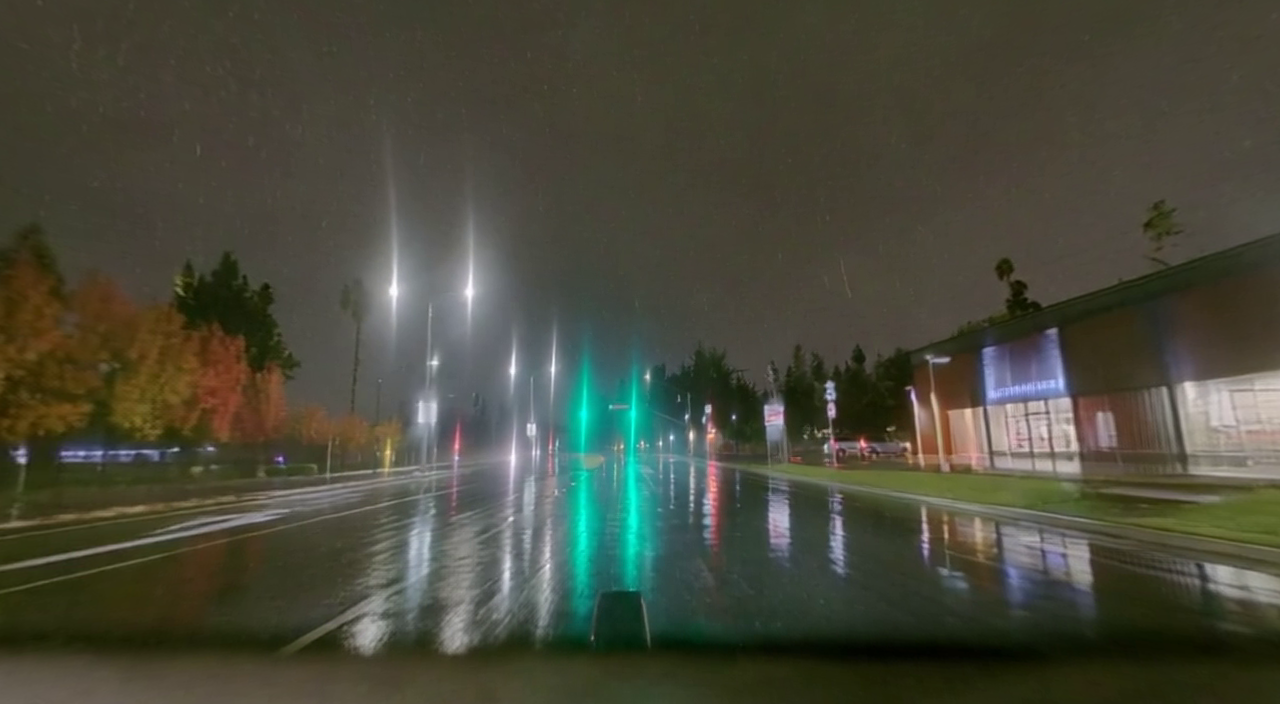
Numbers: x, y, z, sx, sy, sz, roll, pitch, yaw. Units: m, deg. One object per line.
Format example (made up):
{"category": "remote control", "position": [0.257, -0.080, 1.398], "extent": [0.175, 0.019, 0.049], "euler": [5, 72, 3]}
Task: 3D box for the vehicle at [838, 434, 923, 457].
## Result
{"category": "vehicle", "position": [16.339, 6.394, 42.924], "extent": [4.960, 1.505, 1.941], "euler": [0, -8, 0]}
